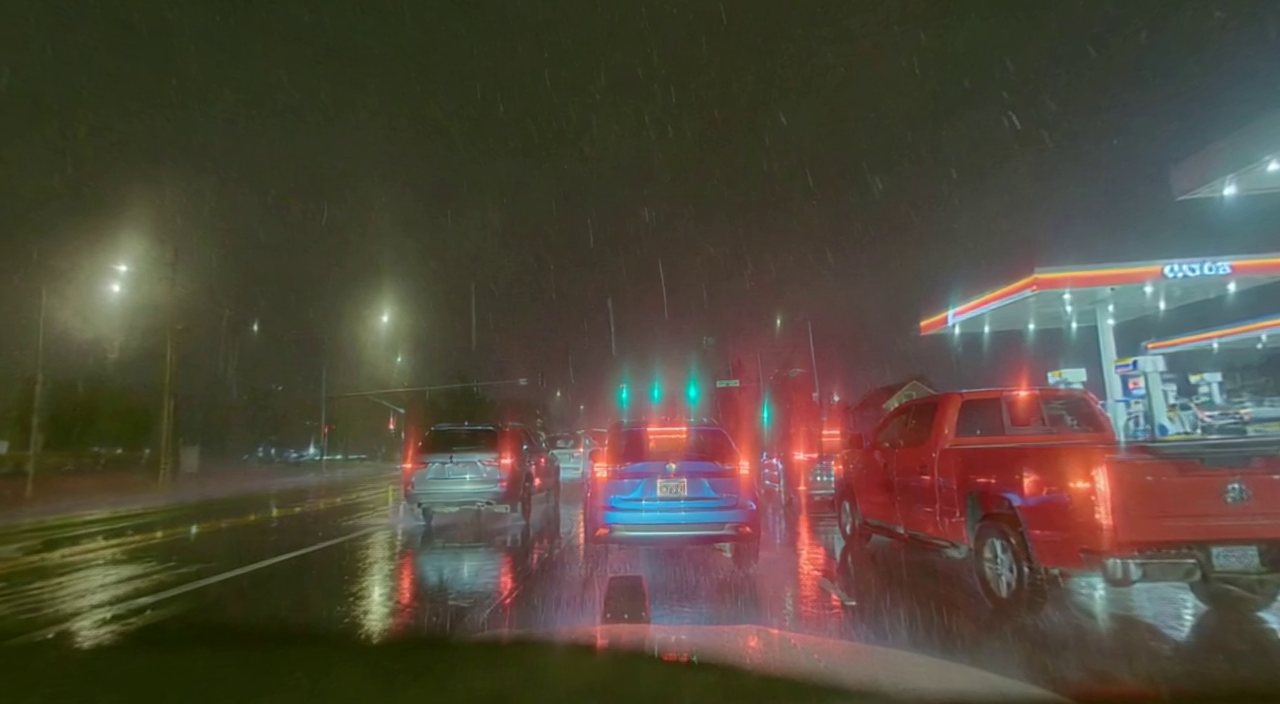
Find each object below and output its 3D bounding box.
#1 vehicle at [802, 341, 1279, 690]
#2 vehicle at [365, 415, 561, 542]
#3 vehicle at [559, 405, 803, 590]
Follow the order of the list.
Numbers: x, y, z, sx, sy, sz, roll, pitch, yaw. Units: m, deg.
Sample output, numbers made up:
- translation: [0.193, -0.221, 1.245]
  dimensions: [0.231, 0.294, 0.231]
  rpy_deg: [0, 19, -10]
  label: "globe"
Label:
- translation: [3.404, 1.255, 6.113]
  dimensions: [2.161, 1.868, 5.321]
  rpy_deg: [0, -8, -1]
  label: "vehicle"
- translation: [-2.717, 2.059, 10.892]
  dimensions: [2.019, 1.731, 4.299]
  rpy_deg: [0, -8, 1]
  label: "vehicle"
- translation: [0.353, 1.612, 7.774]
  dimensions: [2.181, 1.650, 4.083]
  rpy_deg: [0, -8, 0]
  label: "vehicle"
